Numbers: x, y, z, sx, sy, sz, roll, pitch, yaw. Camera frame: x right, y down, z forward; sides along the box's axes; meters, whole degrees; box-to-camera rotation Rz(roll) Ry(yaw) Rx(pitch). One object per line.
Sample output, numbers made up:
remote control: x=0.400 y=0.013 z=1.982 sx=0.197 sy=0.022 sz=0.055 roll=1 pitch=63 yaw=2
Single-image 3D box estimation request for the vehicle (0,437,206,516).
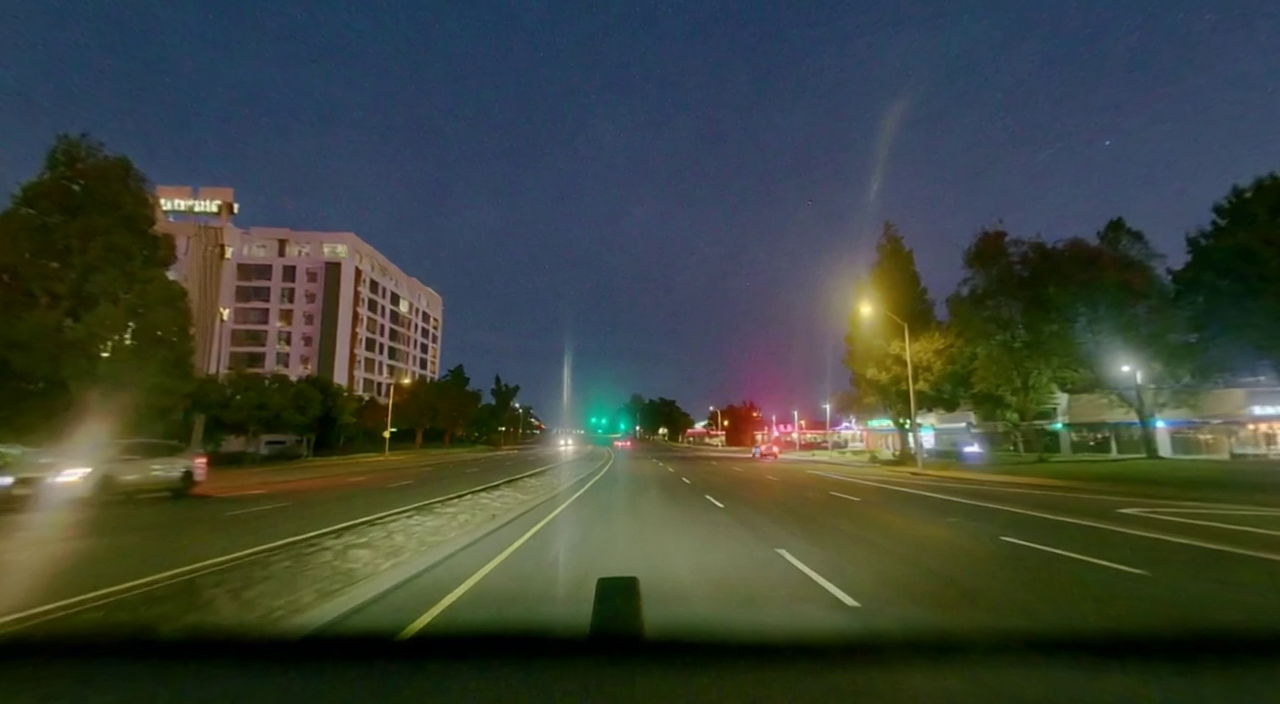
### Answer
vehicle: x=-13.524 y=2.977 z=15.644 sx=2.279 sy=1.650 sz=4.524 roll=0 pitch=-8 yaw=0
